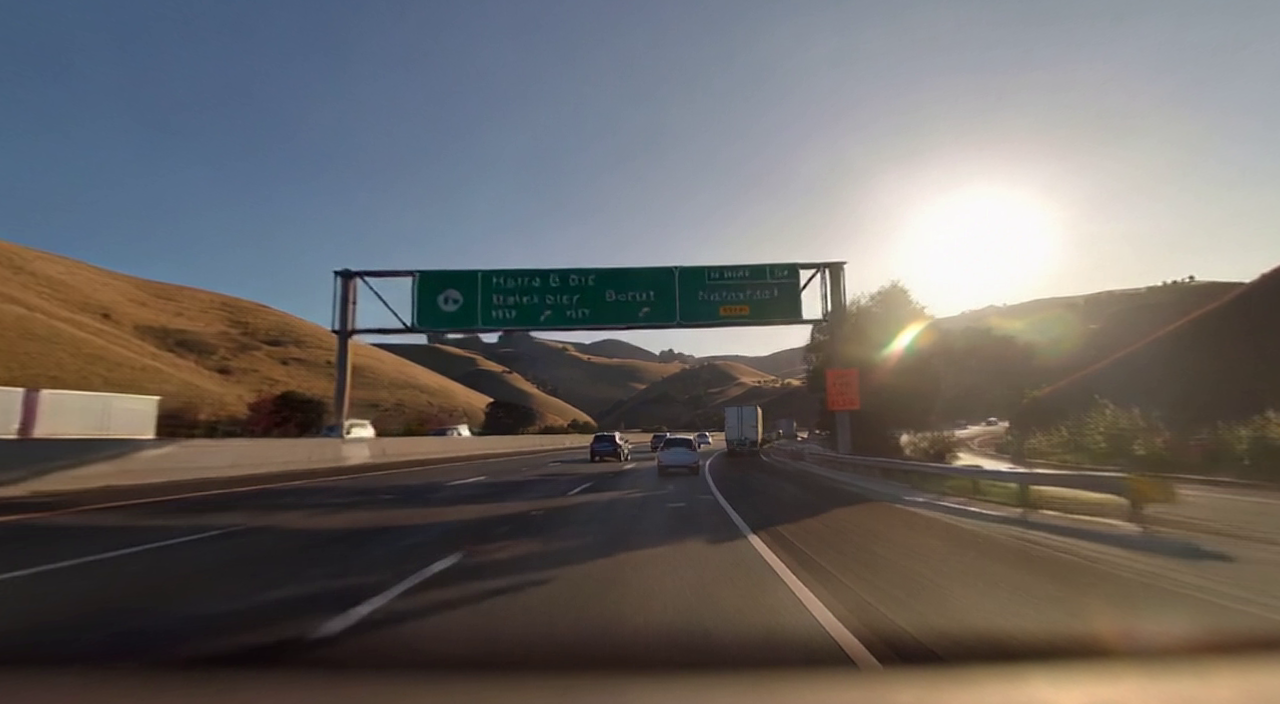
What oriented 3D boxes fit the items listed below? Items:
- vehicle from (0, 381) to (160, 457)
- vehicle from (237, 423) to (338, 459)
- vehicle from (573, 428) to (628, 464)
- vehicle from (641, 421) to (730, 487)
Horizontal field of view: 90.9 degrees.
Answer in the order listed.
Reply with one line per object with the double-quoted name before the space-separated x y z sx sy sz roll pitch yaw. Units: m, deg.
"vehicle" -32.199 3.558 32.617 2.795 3.678 13.742 -1 -9 6
"vehicle" -15.995 4.082 28.904 1.864 1.507 4.271 -1 -8 5
"vehicle" -1.950 4.830 32.395 2.077 1.712 4.406 -1 -8 6
"vehicle" 1.394 3.195 19.963 2.484 1.820 4.497 -1 -8 3
